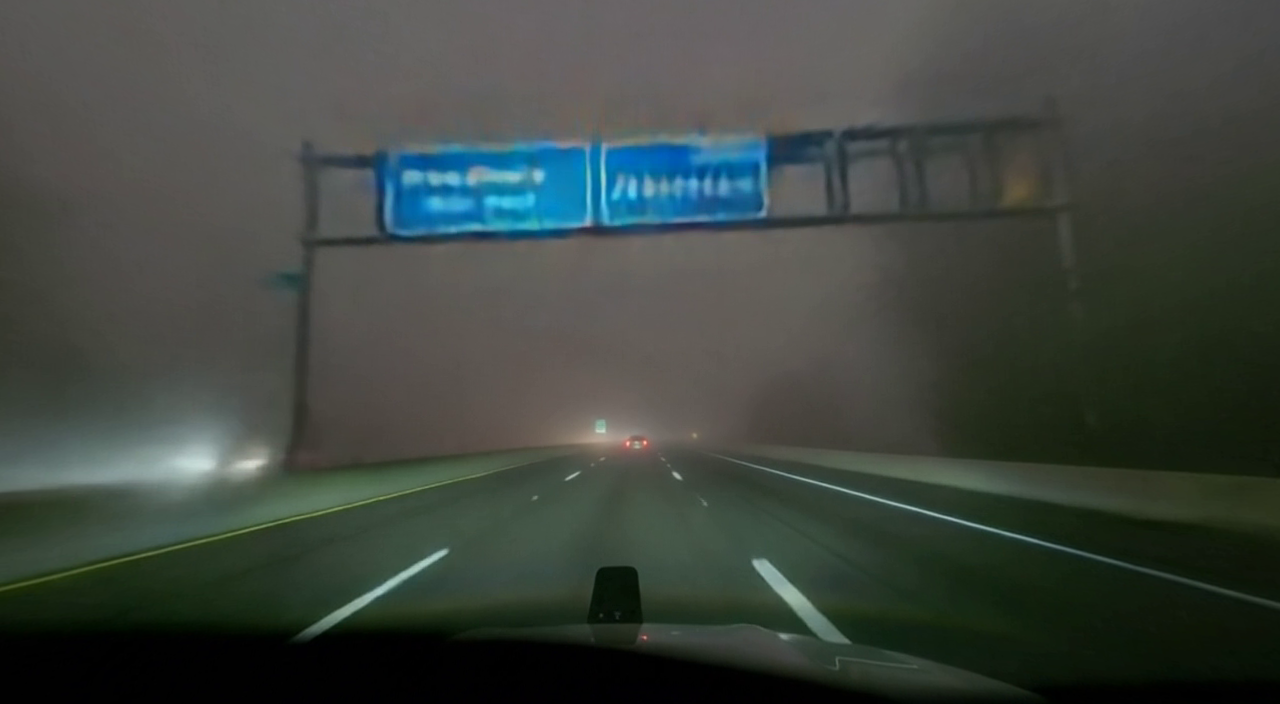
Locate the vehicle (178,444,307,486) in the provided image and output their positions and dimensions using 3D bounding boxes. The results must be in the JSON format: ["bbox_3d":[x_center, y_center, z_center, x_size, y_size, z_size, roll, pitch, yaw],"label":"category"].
[{"bbox_3d":[-15.892,4.506,25.544,2.143,1.504,4.702,0,-8,0],"label":"vehicle"}]
